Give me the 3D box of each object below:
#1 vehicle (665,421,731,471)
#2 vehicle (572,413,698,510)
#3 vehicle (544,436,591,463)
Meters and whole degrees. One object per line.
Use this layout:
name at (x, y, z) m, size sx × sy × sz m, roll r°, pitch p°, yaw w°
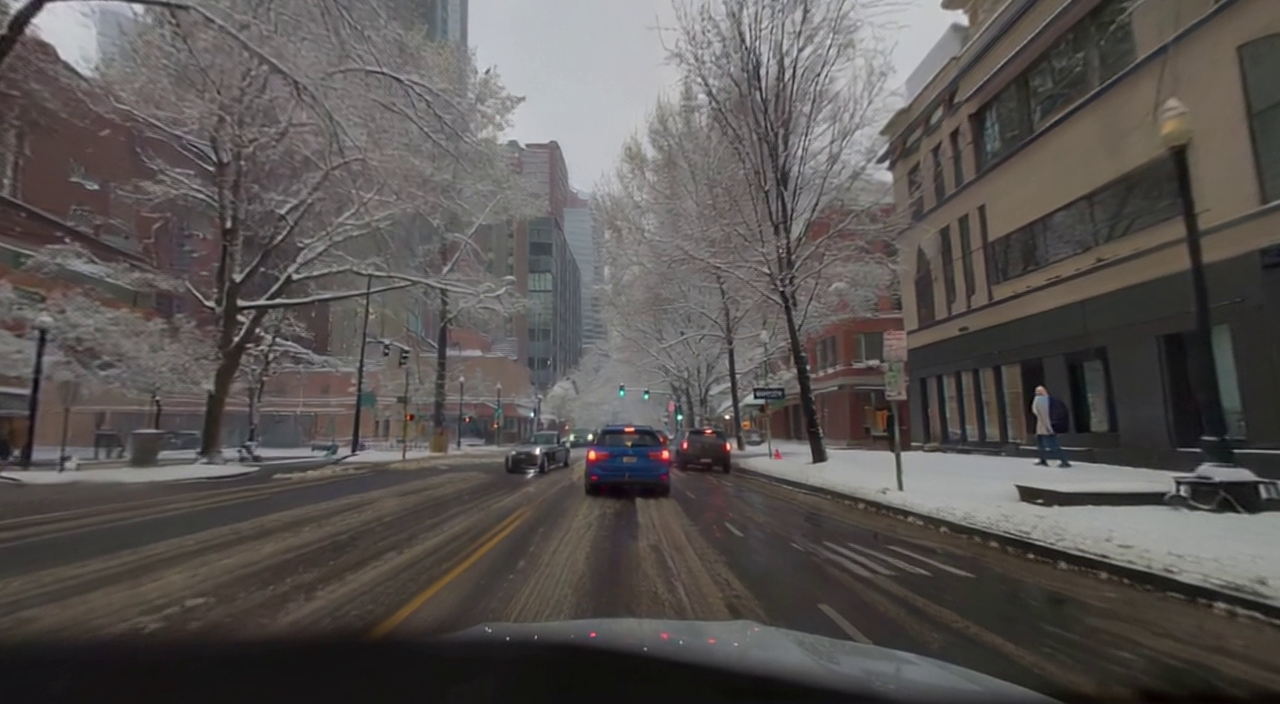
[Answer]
vehicle at (2.428, 4.080, 27.502) m, size 2.147 × 1.968 × 4.478 m, roll 1°, pitch -8°, yaw -4°
vehicle at (-0.127, 2.262, 13.495) m, size 2.274 × 1.736 × 4.083 m, roll 0°, pitch -8°, yaw -1°
vehicle at (-4.032, 5.498, 35.663) m, size 2.096 × 1.415 × 4.515 m, roll 0°, pitch -8°, yaw 0°
